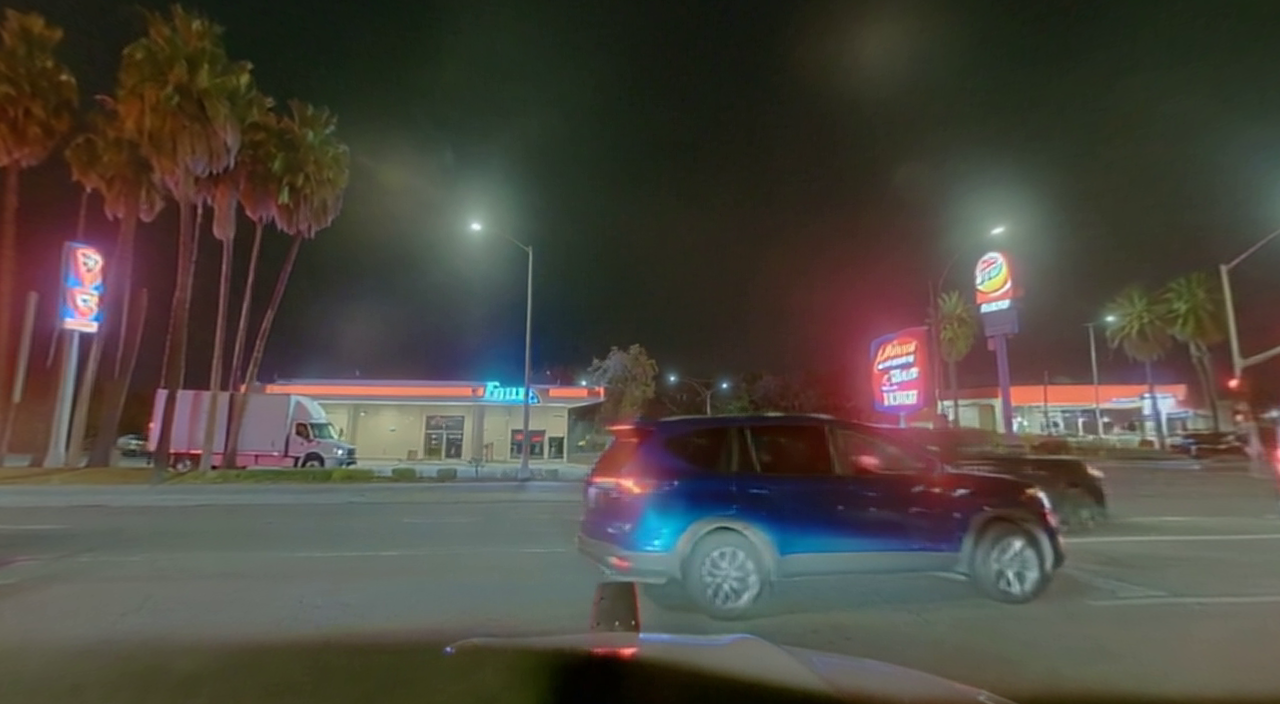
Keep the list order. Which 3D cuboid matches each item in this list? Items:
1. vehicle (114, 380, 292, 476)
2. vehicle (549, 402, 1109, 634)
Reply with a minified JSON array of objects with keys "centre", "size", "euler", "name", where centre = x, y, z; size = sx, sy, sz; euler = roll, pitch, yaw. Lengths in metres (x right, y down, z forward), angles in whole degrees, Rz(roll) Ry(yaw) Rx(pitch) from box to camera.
[{"centre":[-19.979,3.679,29.739],"size":[3.034,3.929,7.699],"euler":[0,-9,-3],"name":"vehicle"},{"centre":[1.461,1.436,6.088],"size":[4.493,1.728,2.137],"euler":[1,-9,-5],"name":"vehicle"}]
